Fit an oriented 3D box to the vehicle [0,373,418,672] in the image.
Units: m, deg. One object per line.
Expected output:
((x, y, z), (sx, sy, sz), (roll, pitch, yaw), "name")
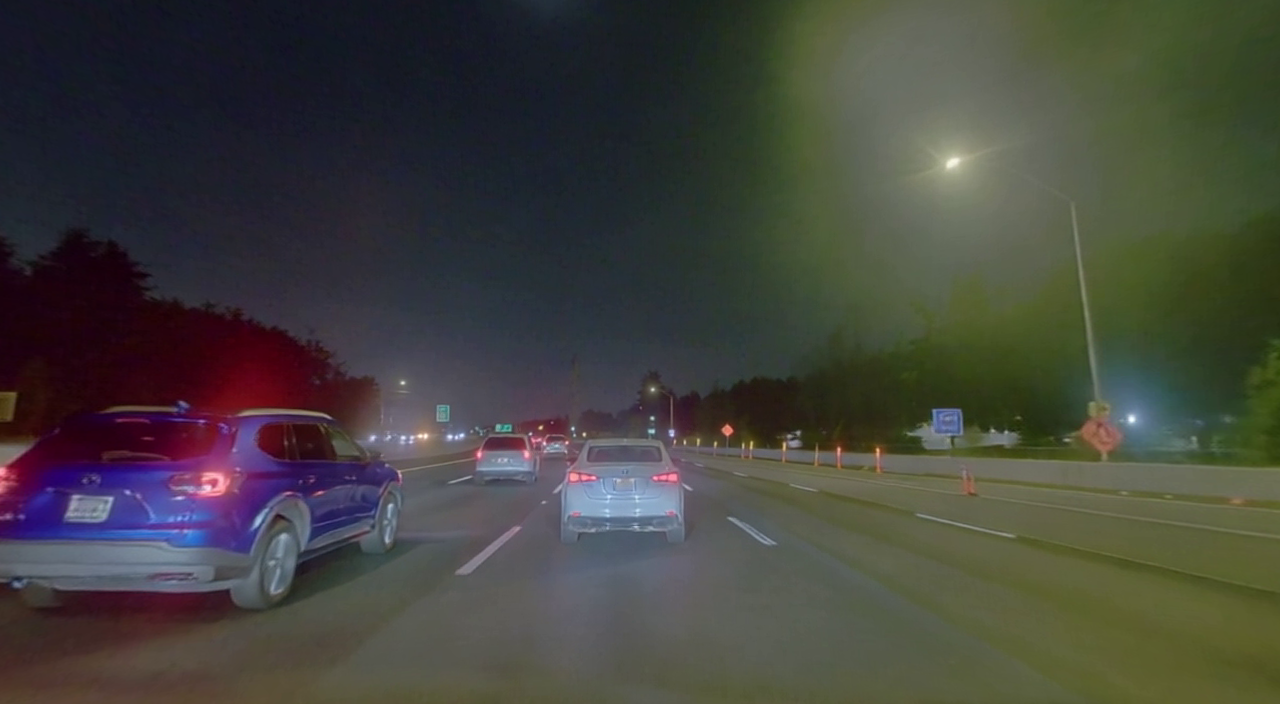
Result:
((-3.734, 1.275, 5.728), (2.025, 1.708, 4.089), (0, -9, -1), "vehicle")

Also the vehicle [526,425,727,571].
((-0.202, 1.807, 8.574), (2.069, 1.484, 3.982), (0, -8, -2), "vehicle")

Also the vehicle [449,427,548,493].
((-4.011, 3.139, 18.636), (1.982, 1.727, 4.057), (0, -9, 0), "vehicle")
